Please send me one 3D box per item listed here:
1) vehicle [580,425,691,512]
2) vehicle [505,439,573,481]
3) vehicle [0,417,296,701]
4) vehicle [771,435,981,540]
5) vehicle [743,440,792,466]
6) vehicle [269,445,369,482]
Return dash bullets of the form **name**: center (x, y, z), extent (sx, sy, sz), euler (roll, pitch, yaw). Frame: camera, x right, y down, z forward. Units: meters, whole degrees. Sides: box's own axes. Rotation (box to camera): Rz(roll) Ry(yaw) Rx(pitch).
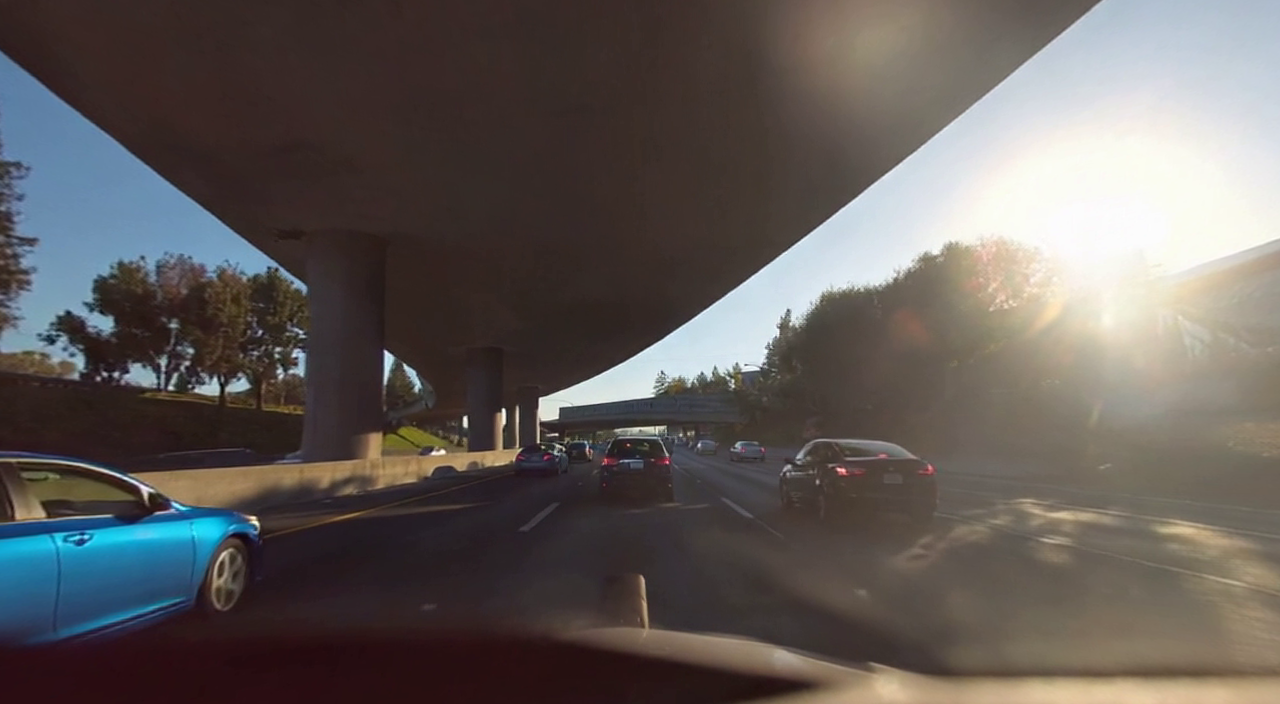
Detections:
- **vehicle**: center (-0.068, 2.622, 14.530), extent (2.181, 1.697, 4.021), euler (0, -9, 1)
- **vehicle**: center (-3.951, 4.313, 25.463), extent (1.947, 1.516, 4.295), euler (0, -9, 1)
- **vehicle**: center (-4.348, 1.163, 3.817), extent (1.974, 1.478, 4.412), euler (0, -9, 1)
- **vehicle**: center (3.901, 2.312, 11.459), extent (2.031, 1.492, 4.577), euler (0, -9, 0)
- **vehicle**: center (7.933, 6.324, 39.594), extent (2.049, 1.521, 4.604), euler (0, -9, 0)
- **vehicle**: center (-14.748, 5.128, 29.268), extent (2.021, 1.561, 4.722), euler (0, -9, 2)
